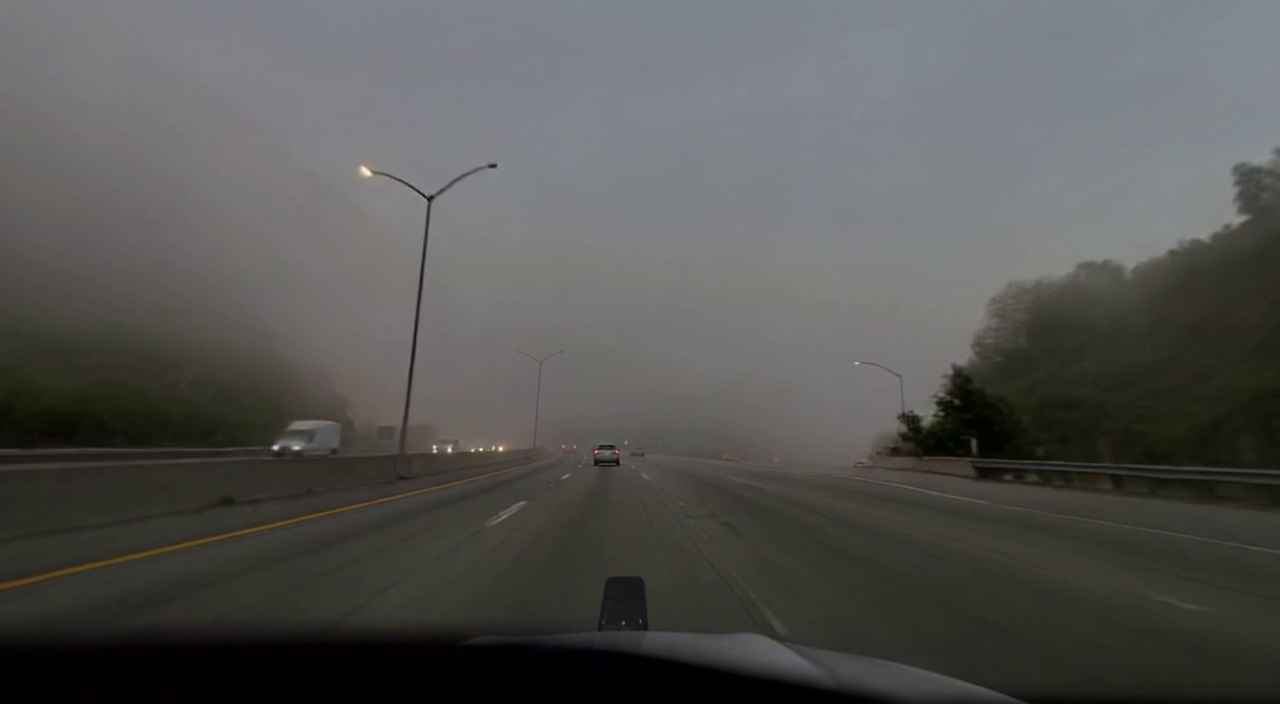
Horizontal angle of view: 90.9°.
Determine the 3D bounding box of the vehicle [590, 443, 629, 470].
[{"bbox_3d":[-1.779,6.082,36.951,2.193,1.497,4.337,0,-8,-3],"label":"vehicle"}]
